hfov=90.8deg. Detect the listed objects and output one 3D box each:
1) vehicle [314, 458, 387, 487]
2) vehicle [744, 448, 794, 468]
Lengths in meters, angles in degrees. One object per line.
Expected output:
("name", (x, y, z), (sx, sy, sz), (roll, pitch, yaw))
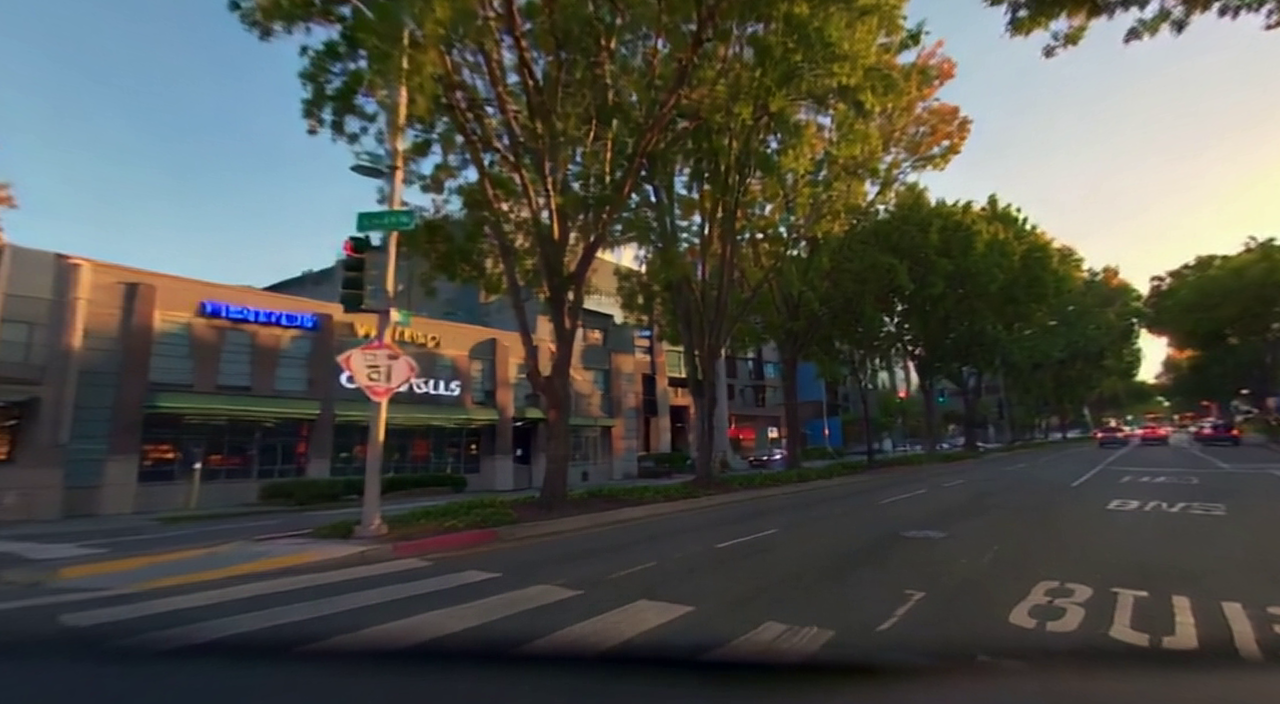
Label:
("vehicle", (-15.887, 6.589, 34.641), (3.994, 1.471, 1.956), (-8, -13, 38))
("vehicle", (10.063, 8.204, 49.146), (1.840, 1.440, 4.442), (-8, -11, 40))
